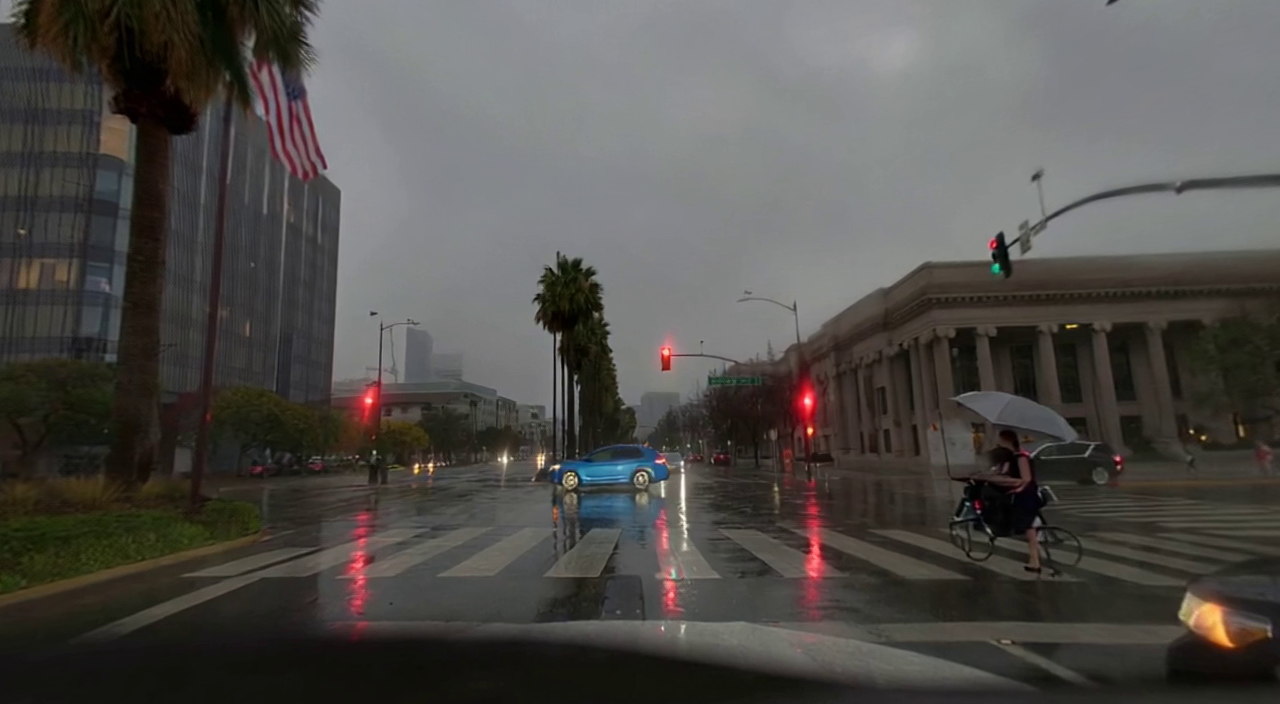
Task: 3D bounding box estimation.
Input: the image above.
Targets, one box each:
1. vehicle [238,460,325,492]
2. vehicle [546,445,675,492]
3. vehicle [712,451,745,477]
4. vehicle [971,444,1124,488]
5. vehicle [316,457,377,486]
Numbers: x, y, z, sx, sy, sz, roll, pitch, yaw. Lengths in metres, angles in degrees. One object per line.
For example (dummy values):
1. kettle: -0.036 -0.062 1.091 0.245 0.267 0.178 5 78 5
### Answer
1. vehicle: -19.944 6.872 35.450 2.069 1.540 4.774 0 -8 0
2. vehicle: -1.052 4.207 23.003 4.499 1.594 1.898 0 -9 -2
3. vehicle: 6.248 7.804 44.196 2.176 1.690 4.138 -2 -9 9
4. vehicle: 15.070 4.217 23.568 4.273 1.525 2.000 -1 -8 2
5. vehicle: -20.069 8.164 43.408 2.043 1.745 4.420 0 -8 0
